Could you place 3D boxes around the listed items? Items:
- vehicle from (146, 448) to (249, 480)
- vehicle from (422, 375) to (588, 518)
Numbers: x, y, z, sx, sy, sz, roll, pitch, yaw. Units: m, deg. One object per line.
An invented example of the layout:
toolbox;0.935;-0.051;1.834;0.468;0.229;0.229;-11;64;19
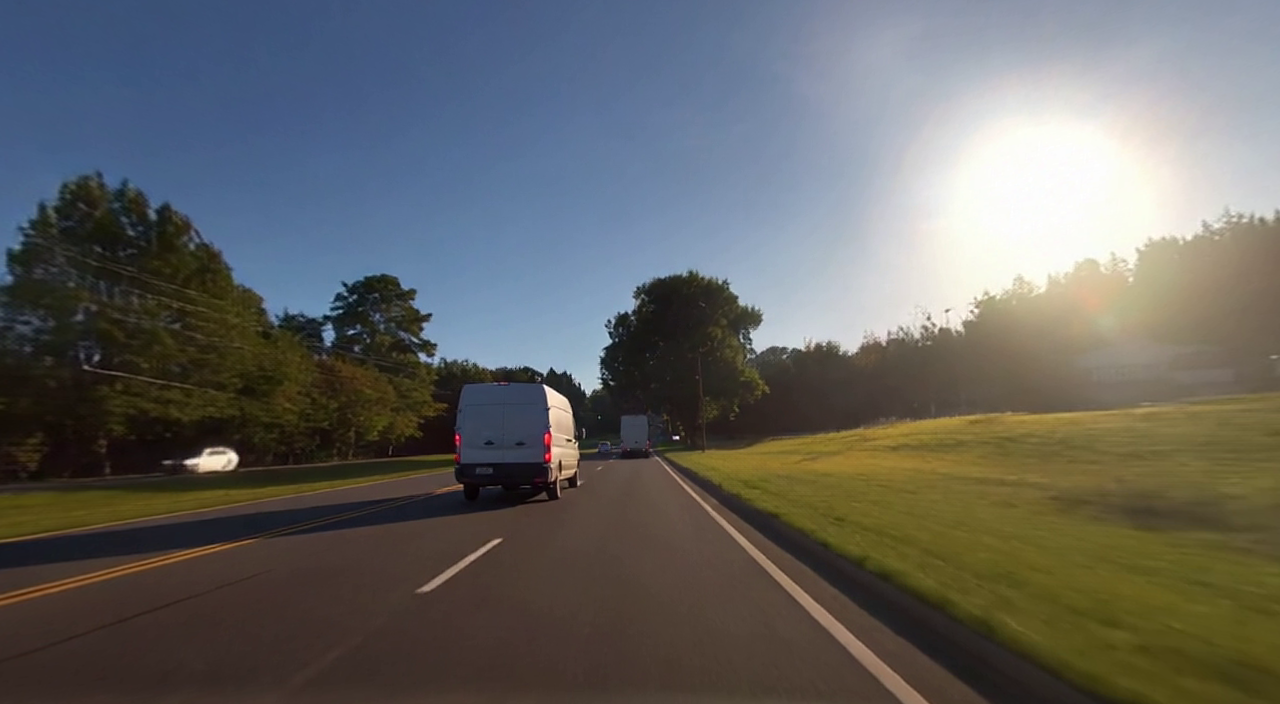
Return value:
vehicle;-22.749;5.766;32.620;1.979;1.499;4.612;0;-8;0
vehicle;-2.755;2.187;14.741;2.497;2.628;6.016;0;-8;0
